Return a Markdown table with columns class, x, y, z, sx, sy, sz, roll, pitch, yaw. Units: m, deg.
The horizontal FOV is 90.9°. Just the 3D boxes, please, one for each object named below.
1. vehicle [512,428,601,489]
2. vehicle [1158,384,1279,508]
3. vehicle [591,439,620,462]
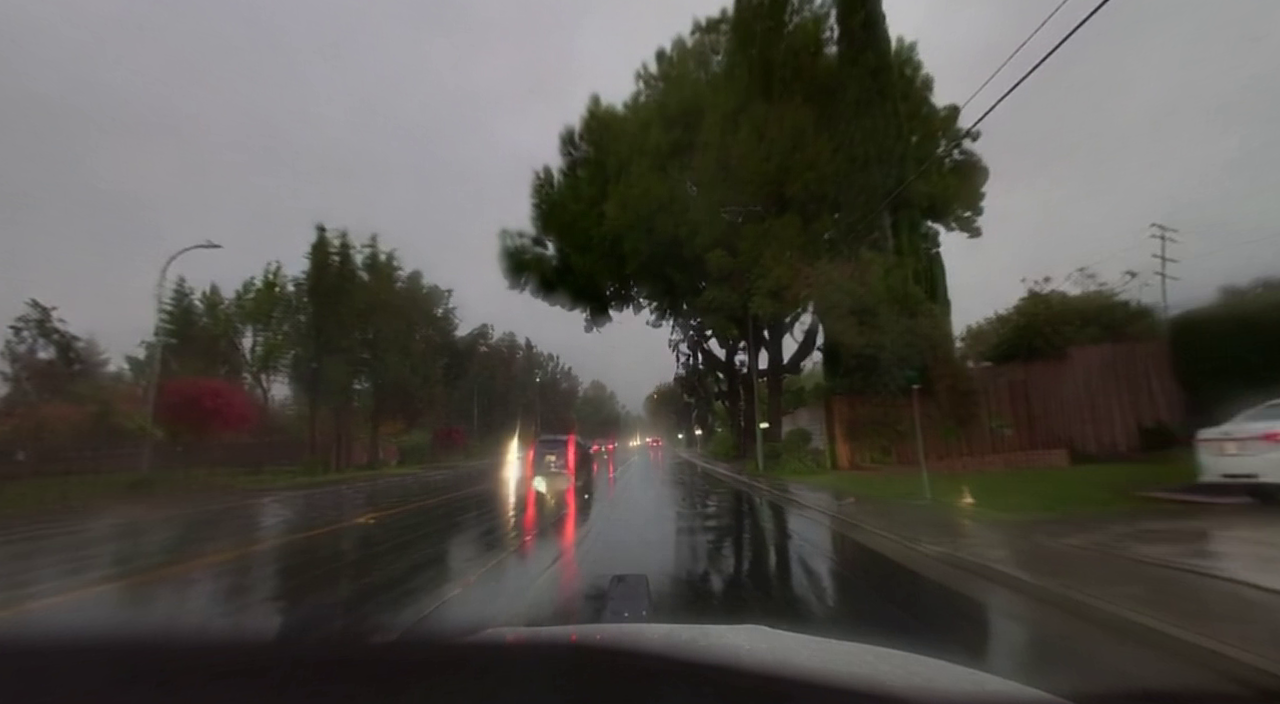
| class | x | y | z | sx | sy | sz | roll | pitch | yaw |
| --- | --- | --- | --- | --- | --- | --- | --- | --- | --- |
| vehicle | -2.614 | 3.461 | 20.818 | 2.190 | 1.766 | 4.394 | 0 | -8 | 2 |
| vehicle | 9.953 | 1.264 | 8.494 | 4.233 | 1.501 | 1.927 | 0 | -8 | -2 |
| vehicle | -2.354 | 6.840 | 43.853 | 1.802 | 1.528 | 3.490 | 0 | -8 | 1 |
